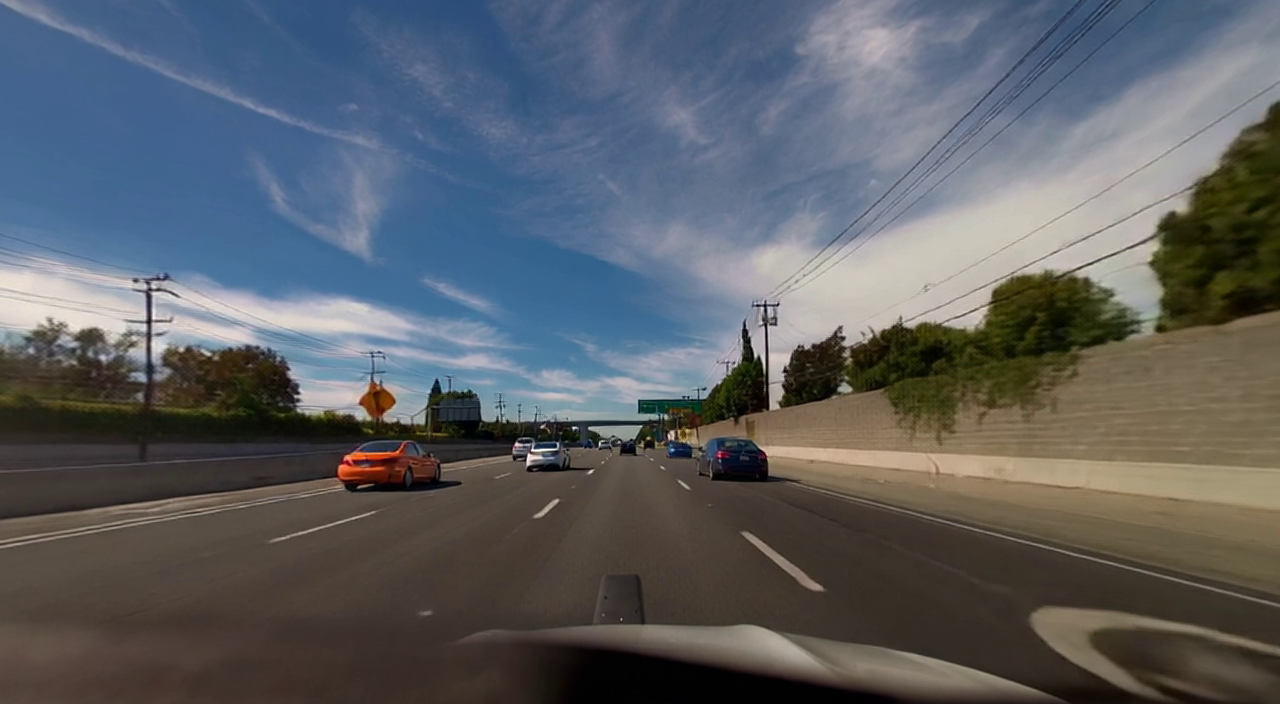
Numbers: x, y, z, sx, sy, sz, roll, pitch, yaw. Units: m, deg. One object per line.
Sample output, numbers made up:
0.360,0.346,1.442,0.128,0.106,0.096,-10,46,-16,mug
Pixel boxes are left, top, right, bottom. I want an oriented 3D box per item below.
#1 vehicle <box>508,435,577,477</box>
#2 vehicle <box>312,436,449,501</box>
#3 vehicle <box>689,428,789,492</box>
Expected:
-3.746,4.107,25.148,2.066,1.488,4.377,0,-8,0,vehicle
-6.587,2.979,16.615,1.903,1.482,4.180,0,-8,-1,vehicle
2.774,3.159,18.855,2.100,1.659,4.387,0,-8,-3,vehicle
